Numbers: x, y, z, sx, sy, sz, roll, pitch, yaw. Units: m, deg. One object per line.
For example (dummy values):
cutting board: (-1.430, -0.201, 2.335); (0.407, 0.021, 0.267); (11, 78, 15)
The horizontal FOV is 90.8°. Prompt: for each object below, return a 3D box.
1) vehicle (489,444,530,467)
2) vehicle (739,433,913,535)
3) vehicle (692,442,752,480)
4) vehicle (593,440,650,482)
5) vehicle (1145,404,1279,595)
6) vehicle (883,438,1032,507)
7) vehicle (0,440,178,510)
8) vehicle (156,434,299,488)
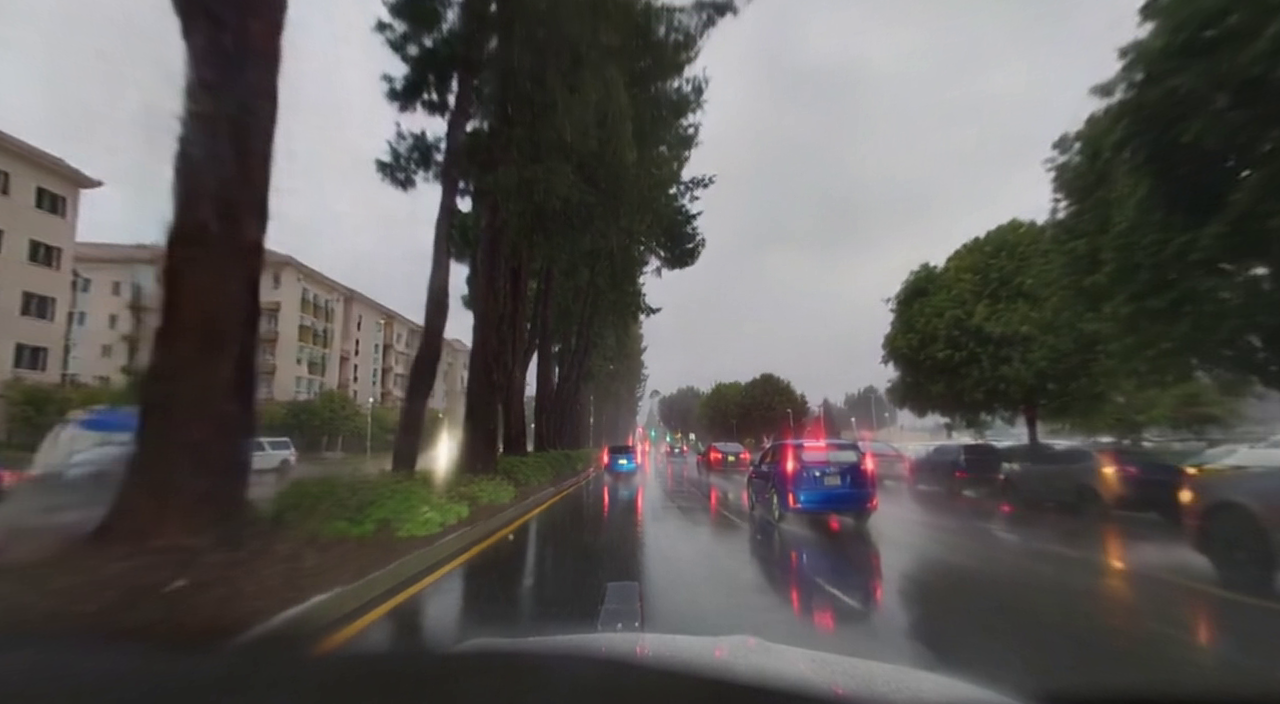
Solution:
vehicle: (-9.040, 7.199, 43.978); (1.943, 1.483, 4.439); (0, -9, -1)
vehicle: (3.080, 2.262, 11.376); (1.852, 1.498, 3.825); (0, -9, -2)
vehicle: (3.352, 4.530, 26.615); (1.908, 1.453, 4.230); (0, -9, -1)
vehicle: (-0.659, 4.154, 24.345); (1.994, 1.479, 3.647); (0, -9, 0)
vehicle: (7.134, 1.201, 4.728); (2.224, 1.772, 5.325); (0, -9, -1)
vehicle: (8.247, 3.147, 17.013); (2.127, 1.546, 4.828); (-1, -9, 9)
vehicle: (-16.152, 3.318, 17.635); (2.115, 1.621, 5.840); (0, -9, 0)
vehicle: (-15.968, 4.236, 24.927); (2.108, 1.876, 5.260); (0, -9, 0)
